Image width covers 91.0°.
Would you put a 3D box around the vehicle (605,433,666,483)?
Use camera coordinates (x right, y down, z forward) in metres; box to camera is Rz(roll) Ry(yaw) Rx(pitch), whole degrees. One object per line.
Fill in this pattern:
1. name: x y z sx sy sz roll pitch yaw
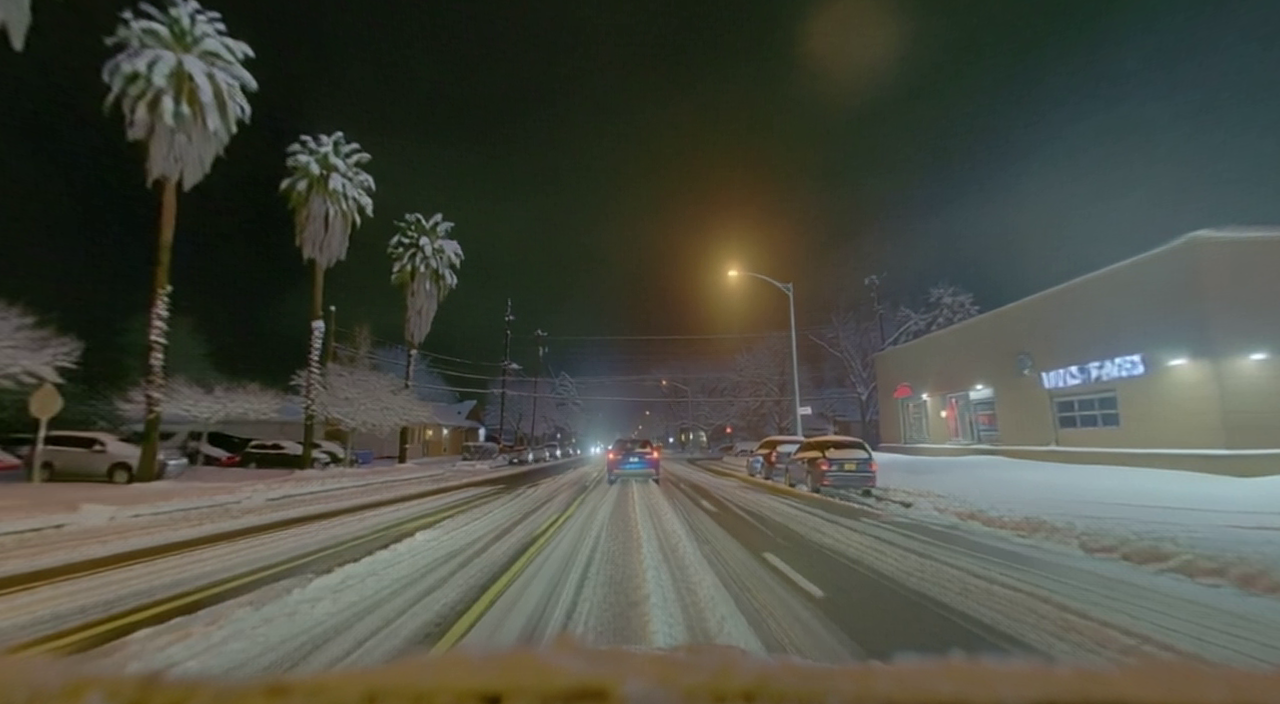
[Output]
1. vehicle: -0.206 4.241 25.498 2.264 1.798 4.563 0 -8 -1

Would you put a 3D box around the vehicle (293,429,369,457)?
1. vehicle: -20.833 6.147 42.559 1.911 1.762 4.127 -7 -11 42

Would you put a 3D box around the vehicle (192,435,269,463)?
1. vehicle: -22.928 5.454 35.464 1.829 1.492 4.487 1 -9 -8

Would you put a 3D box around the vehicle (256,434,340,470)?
1. vehicle: -17.603 5.167 32.679 2.084 1.678 4.707 1 -9 -6

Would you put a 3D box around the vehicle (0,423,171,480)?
1. vehicle: -18.999 3.312 21.119 4.976 1.741 1.986 7 -11 -40

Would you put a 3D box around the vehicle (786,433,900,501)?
1. vehicle: 5.964 3.421 19.154 1.945 1.791 4.460 0 -9 0
